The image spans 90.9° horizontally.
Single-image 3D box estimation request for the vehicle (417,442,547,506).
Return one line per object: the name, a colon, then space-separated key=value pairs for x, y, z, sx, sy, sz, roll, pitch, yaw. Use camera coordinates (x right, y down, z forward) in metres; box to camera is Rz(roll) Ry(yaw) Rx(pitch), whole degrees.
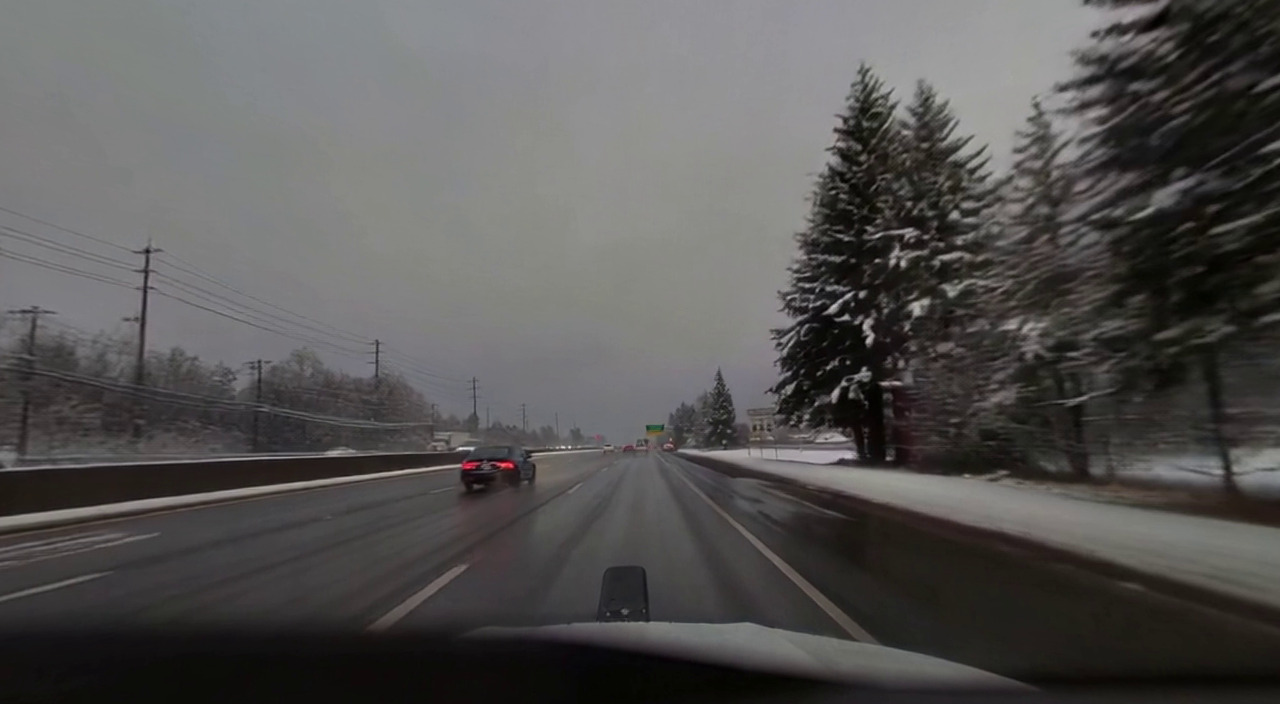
vehicle: x=-3.807 y=3.027 z=16.174 sx=2.048 sy=1.368 sz=4.613 roll=0 pitch=-9 yaw=1
